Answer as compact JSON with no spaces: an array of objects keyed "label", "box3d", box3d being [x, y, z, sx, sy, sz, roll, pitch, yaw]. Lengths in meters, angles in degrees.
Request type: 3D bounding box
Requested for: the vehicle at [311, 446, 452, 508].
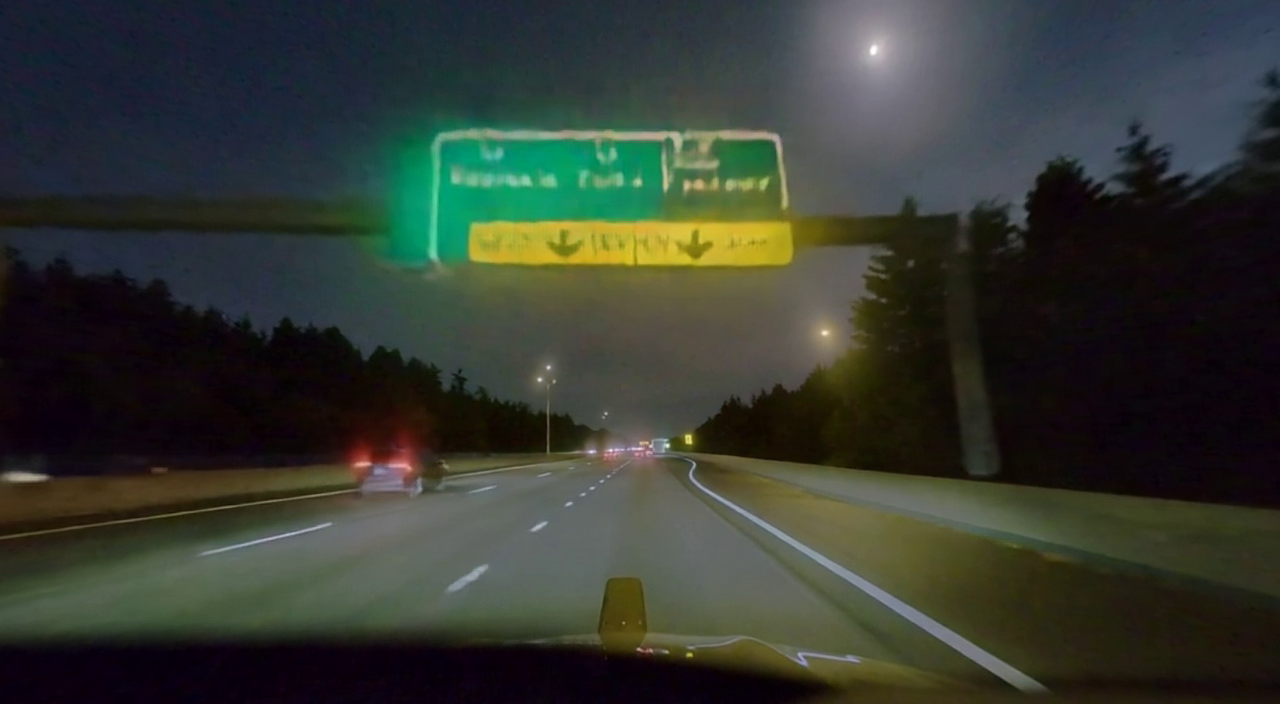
[{"label":"vehicle","box3d":[-6.846,3.334,17.353,1.835,1.459,4.636,0,-9,1]}]
